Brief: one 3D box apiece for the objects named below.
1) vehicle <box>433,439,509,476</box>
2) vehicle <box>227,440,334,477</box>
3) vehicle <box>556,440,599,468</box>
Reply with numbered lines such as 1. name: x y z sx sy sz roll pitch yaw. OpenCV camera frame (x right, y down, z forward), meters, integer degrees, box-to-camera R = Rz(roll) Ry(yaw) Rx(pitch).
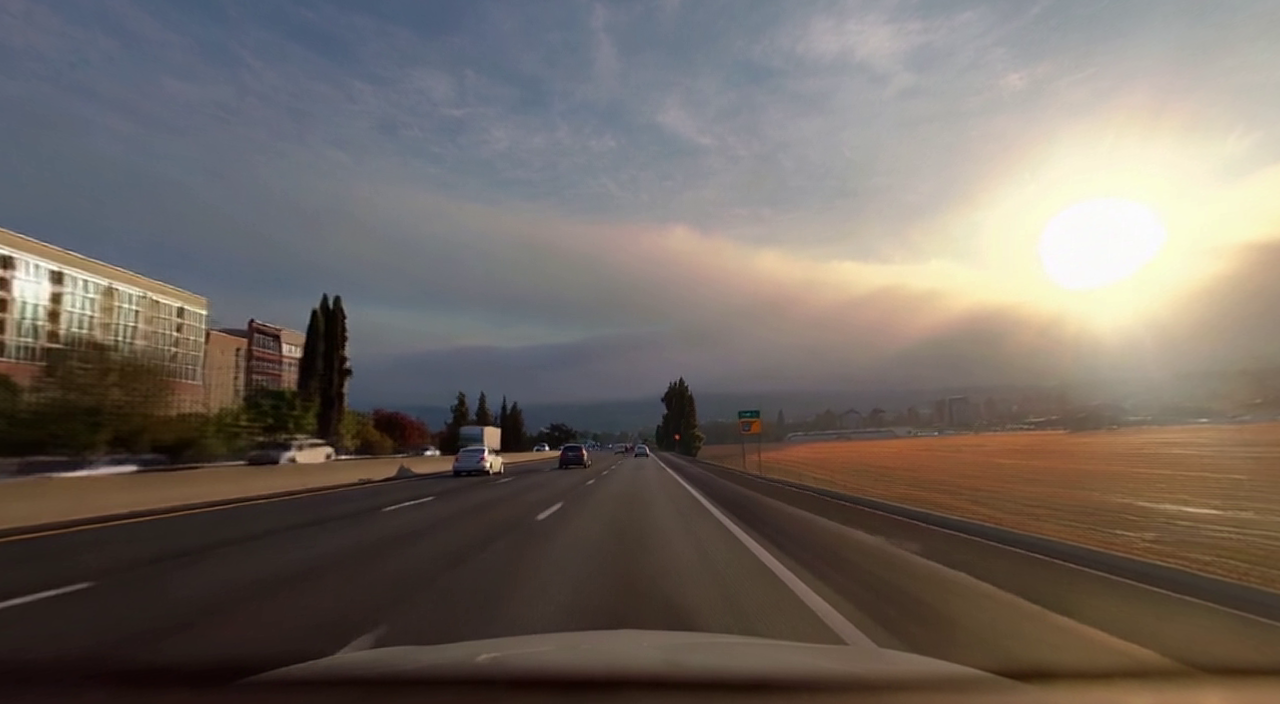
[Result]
1. vehicle: -7.513 4.747 28.481 2.034 1.523 4.627 0 -9 1
2. vehicle: -18.975 5.618 33.670 2.198 1.781 5.886 0 -9 1
3. vehicle: -3.799 6.313 39.031 2.083 1.588 4.801 0 -9 1
